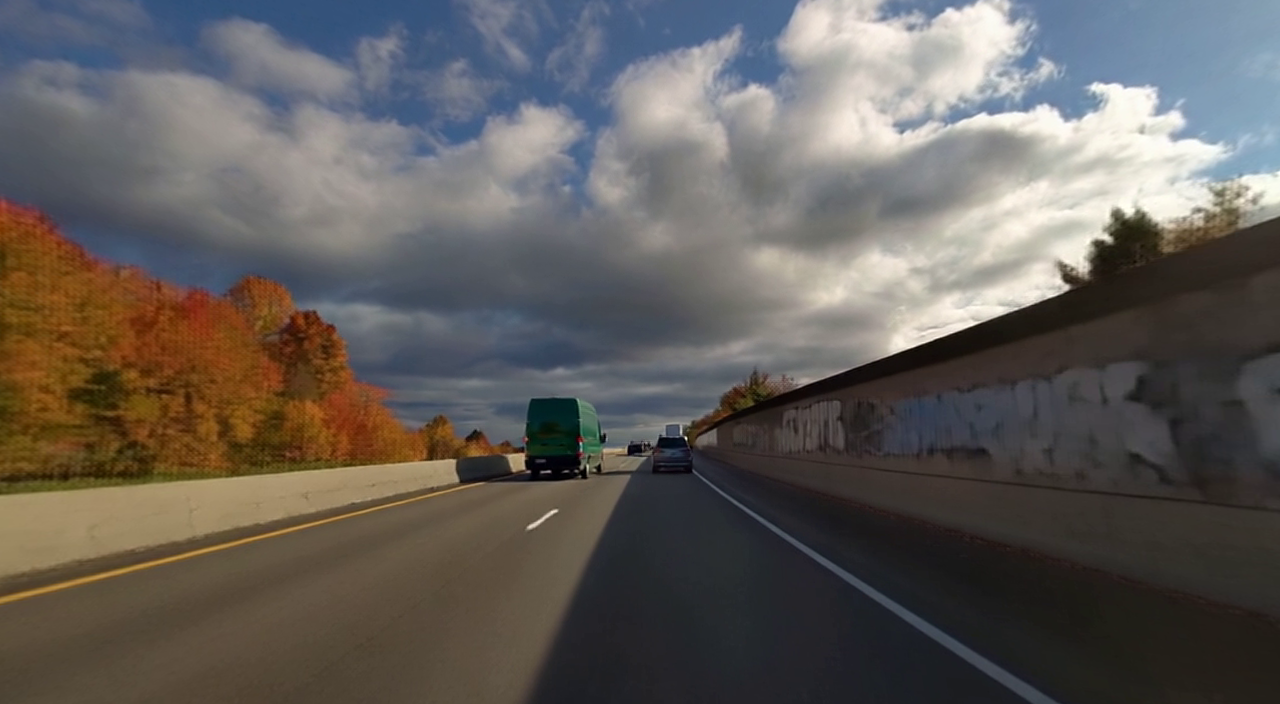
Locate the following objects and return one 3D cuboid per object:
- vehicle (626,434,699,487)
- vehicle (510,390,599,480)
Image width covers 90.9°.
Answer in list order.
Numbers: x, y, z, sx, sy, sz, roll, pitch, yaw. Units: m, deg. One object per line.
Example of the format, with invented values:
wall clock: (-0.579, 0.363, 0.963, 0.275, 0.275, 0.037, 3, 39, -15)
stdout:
vehicle: (0.681, 3.350, 19.812, 2.071, 1.487, 3.948, 0, -8, 1)
vehicle: (-2.822, 2.935, 22.095, 2.334, 2.769, 5.087, 0, -8, 1)
